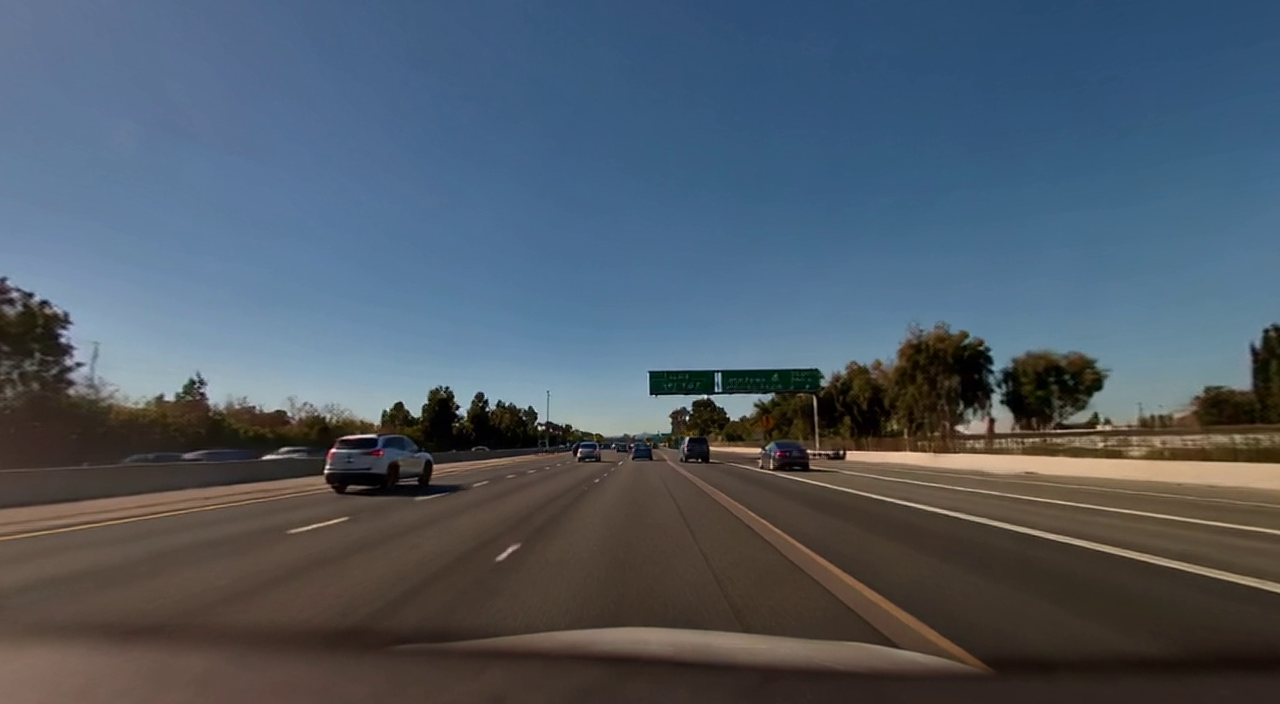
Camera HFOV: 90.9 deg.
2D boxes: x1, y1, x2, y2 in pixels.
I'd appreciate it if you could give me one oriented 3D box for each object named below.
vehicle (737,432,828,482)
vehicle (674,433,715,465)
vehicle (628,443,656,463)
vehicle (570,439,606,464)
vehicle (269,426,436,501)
[{"bbox_3d":[5.218,3.916,23.790,2.196,1.659,4.451,0,-8,-2],"label":"vehicle"},{"bbox_3d":[3.664,6.713,43.796,2.348,1.991,5.460,0,-8,0],"label":"vehicle"},{"bbox_3d":[0.160,7.601,47.647,2.050,1.452,3.917,0,-8,0],"label":"vehicle"},{"bbox_3d":[-3.798,7.365,46.896,2.118,1.750,4.875,-1,-8,1],"label":"vehicle"},{"bbox_3d":[-7.878,3.104,18.042,2.199,1.781,5.271,-1,-8,1],"label":"vehicle"}]
